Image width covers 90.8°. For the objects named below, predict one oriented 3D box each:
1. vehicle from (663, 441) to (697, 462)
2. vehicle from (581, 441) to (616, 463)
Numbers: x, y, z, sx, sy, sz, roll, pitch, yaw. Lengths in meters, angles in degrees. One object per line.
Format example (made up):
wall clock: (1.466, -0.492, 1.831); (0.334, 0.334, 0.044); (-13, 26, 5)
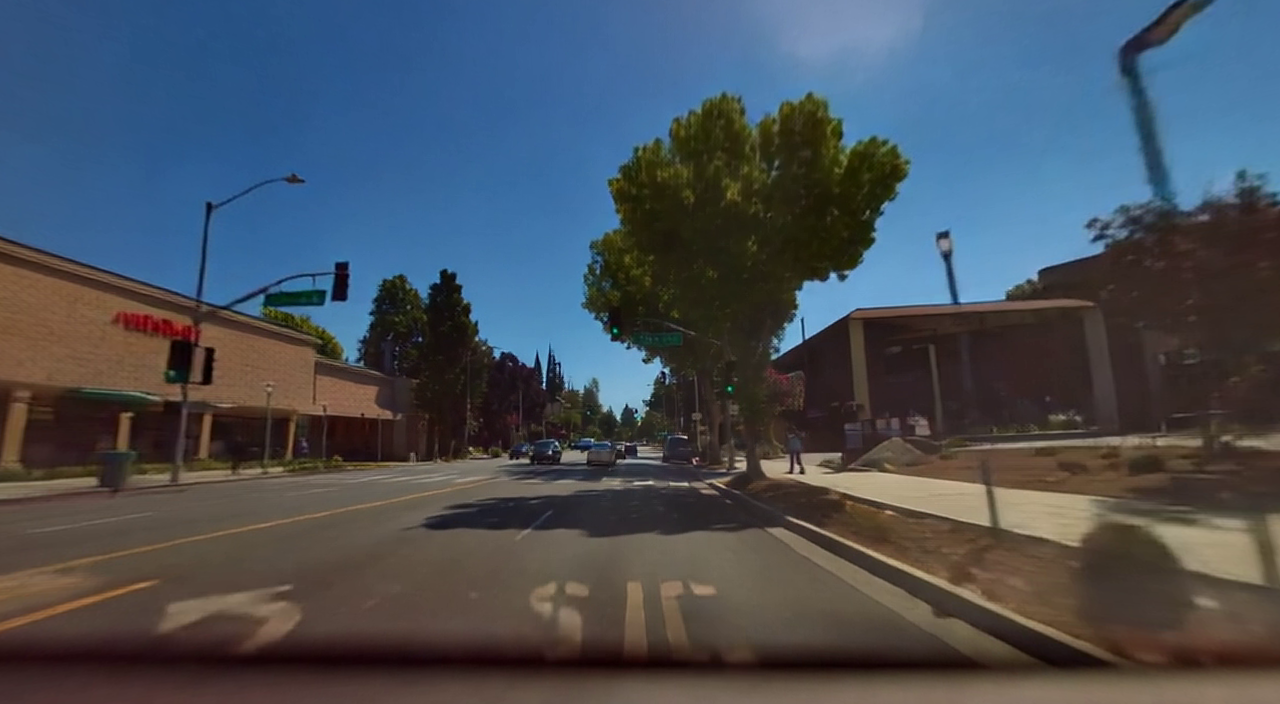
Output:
vehicle: (2.926, 7.396, 47.062); (2.034, 1.491, 4.618); (0, -8, -3)
vehicle: (-2.911, 7.107, 45.091); (2.122, 1.469, 4.388); (0, -8, 1)
